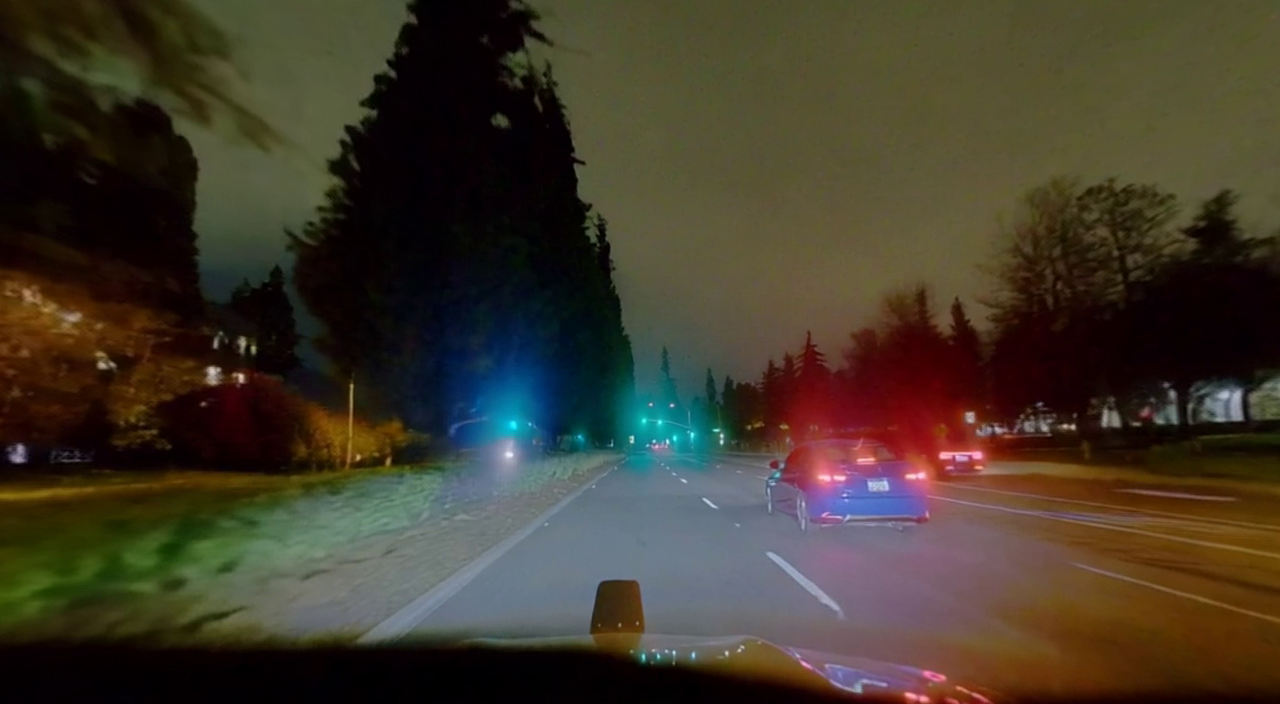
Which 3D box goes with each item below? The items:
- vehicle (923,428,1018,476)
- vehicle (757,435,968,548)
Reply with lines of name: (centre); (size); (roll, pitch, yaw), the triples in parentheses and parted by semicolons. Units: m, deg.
vehicle: (17.097, 5.214, 33.146); (2.868, 2.233, 6.035); (-2, -9, 13)
vehicle: (3.366, 2.176, 10.594); (1.950, 1.473, 4.259); (0, -8, 0)
